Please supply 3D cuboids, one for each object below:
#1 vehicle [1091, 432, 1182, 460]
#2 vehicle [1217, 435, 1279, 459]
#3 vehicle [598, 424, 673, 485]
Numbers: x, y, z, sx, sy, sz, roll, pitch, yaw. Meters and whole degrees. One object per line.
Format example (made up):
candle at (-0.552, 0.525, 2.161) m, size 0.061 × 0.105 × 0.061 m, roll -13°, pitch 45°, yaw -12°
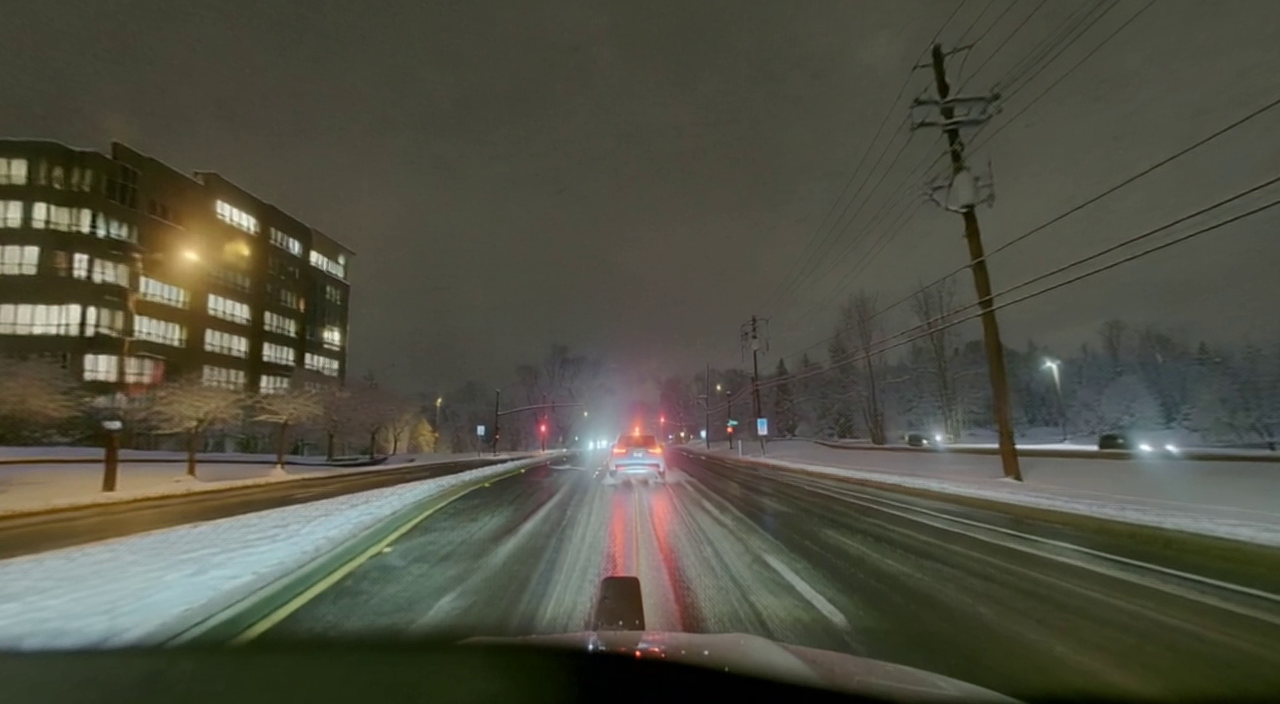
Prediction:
vehicle at (32.387, 6.157, 41.443) m, size 1.961 × 1.745 × 4.981 m, roll 0°, pitch -8°, yaw 1°
vehicle at (41.916, 6.336, 42.521) m, size 1.837 × 1.455 × 4.531 m, roll -2°, pitch -8°, yaw 1°
vehicle at (-0.132, 3.325, 20.710) m, size 2.189 × 1.776 × 4.342 m, roll 0°, pitch -8°, yaw 0°
